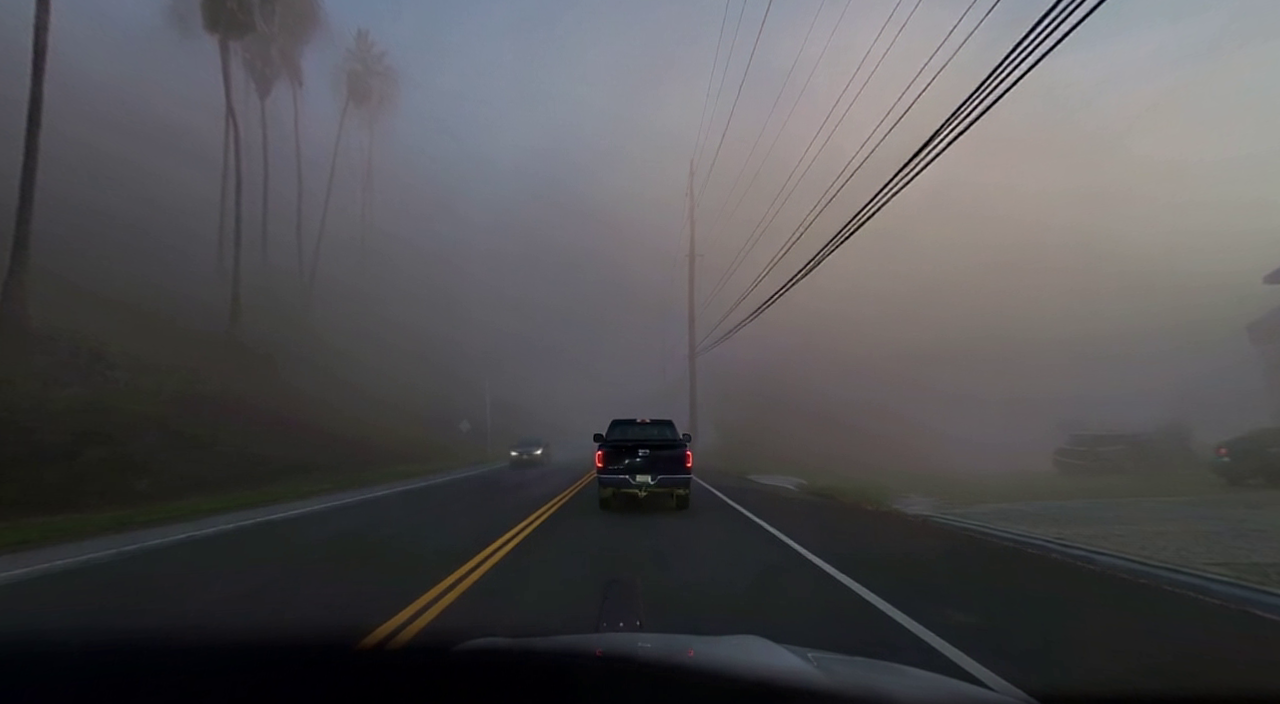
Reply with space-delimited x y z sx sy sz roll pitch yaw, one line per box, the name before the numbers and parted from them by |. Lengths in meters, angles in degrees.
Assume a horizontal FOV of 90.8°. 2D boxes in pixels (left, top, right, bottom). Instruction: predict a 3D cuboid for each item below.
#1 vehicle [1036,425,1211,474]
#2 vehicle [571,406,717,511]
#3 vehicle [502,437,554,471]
vehicle | 20.323 4.163 27.106 2.277 1.836 6.267 0 -9 -4
vehicle | 0.008 2.518 15.419 2.848 2.047 5.885 0 -8 -1
vehicle | -5.897 5.426 33.825 2.140 1.706 4.229 0 -8 -2
